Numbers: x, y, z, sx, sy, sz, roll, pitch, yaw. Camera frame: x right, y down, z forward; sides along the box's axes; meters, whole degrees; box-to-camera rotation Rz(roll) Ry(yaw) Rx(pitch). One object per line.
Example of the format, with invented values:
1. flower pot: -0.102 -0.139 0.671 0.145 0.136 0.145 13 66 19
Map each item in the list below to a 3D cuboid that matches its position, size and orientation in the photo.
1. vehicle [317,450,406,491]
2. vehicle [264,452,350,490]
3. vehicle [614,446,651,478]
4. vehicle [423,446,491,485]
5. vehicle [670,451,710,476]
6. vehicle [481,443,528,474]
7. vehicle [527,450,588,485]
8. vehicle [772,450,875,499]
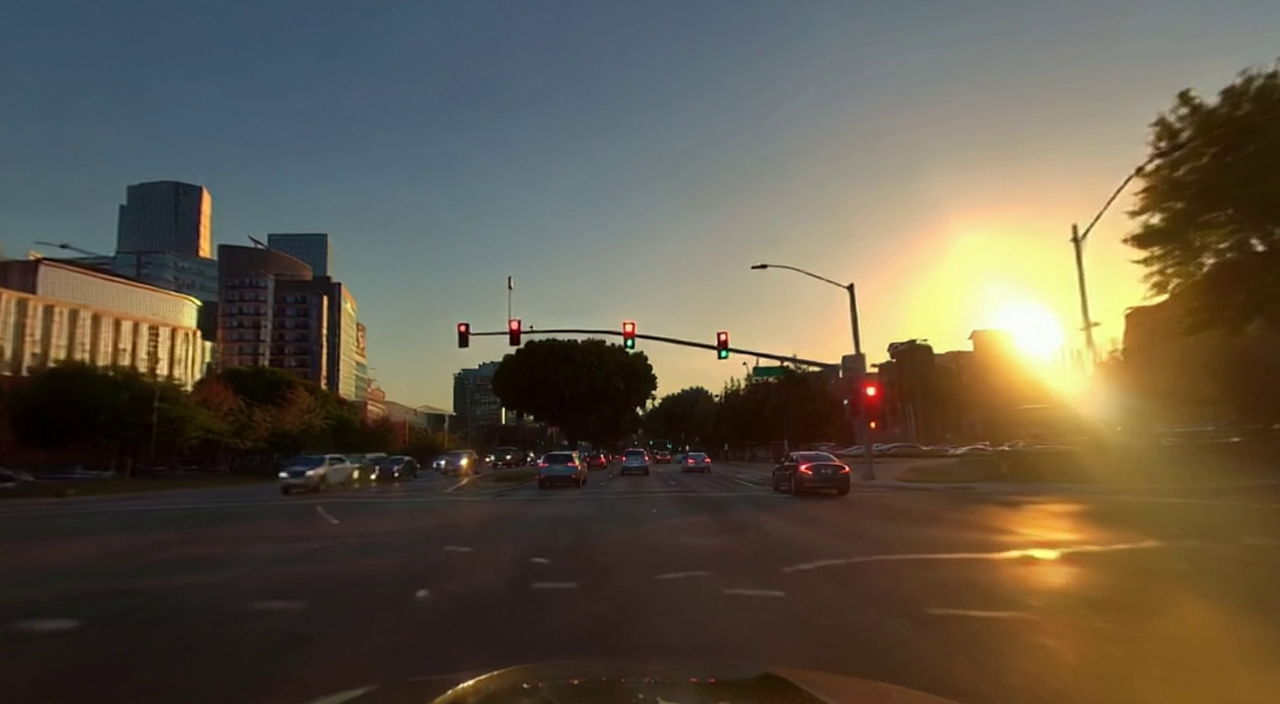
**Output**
1. vehicle: -12.167 5.182 27.940 1.975 1.450 4.561 -5 -8 -1
2. vehicle: -16.395 5.857 31.364 1.923 1.663 4.400 0 -8 -1
3. vehicle: -0.375 6.282 36.306 2.008 1.716 4.125 0 -8 1
4. vehicle: -8.972 5.558 31.331 1.929 1.492 4.430 -5 -7 1
5. vehicle: 3.033 6.828 39.021 2.014 1.430 4.103 0 -8 -2
6. vehicle: -9.190 7.246 43.265 2.185 1.752 4.599 -4 -8 0
7. vehicle: -3.701 5.263 29.125 2.163 1.474 4.413 0 -8 1
8. vehicle: 6.172 4.152 21.895 2.028 1.451 4.625 0 -8 -2
